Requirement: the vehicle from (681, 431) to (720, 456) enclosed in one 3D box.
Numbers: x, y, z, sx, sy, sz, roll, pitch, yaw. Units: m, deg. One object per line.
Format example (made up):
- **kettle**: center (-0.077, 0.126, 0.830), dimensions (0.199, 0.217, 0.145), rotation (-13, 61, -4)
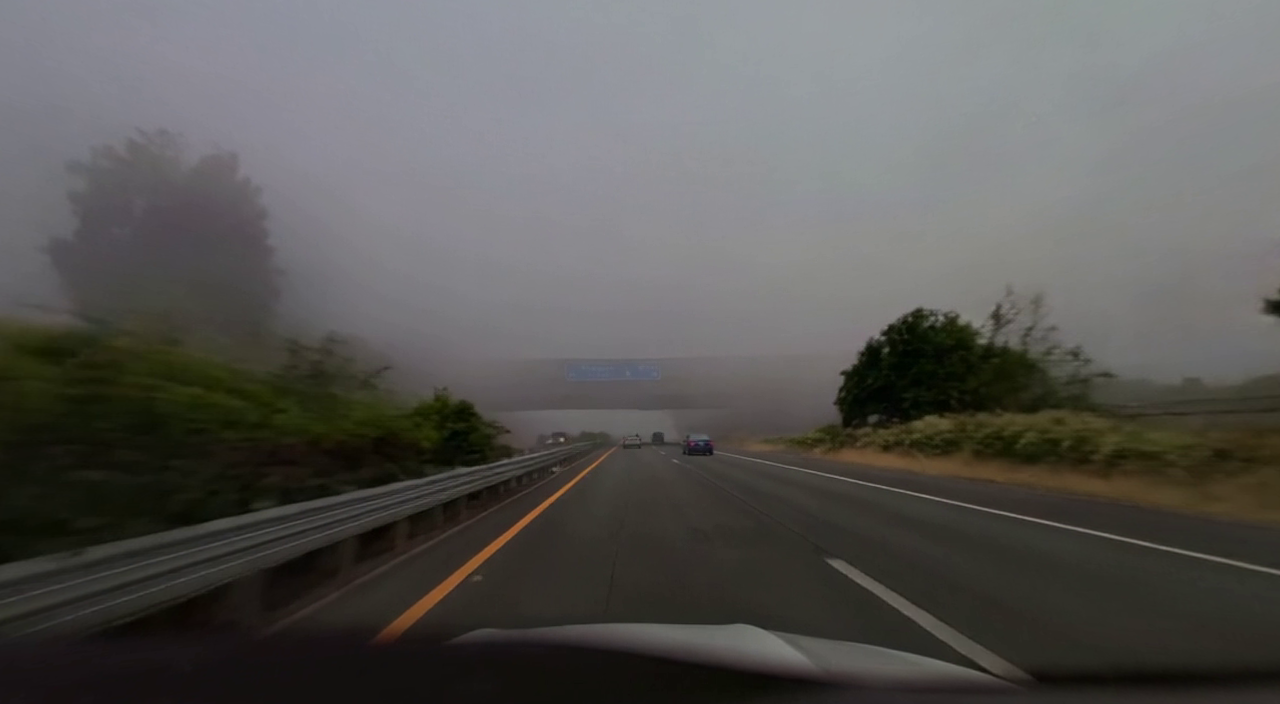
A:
- **vehicle**: center (3.927, 6.030, 41.669), dimensions (2.010, 1.526, 4.438), rotation (0, -8, -2)
